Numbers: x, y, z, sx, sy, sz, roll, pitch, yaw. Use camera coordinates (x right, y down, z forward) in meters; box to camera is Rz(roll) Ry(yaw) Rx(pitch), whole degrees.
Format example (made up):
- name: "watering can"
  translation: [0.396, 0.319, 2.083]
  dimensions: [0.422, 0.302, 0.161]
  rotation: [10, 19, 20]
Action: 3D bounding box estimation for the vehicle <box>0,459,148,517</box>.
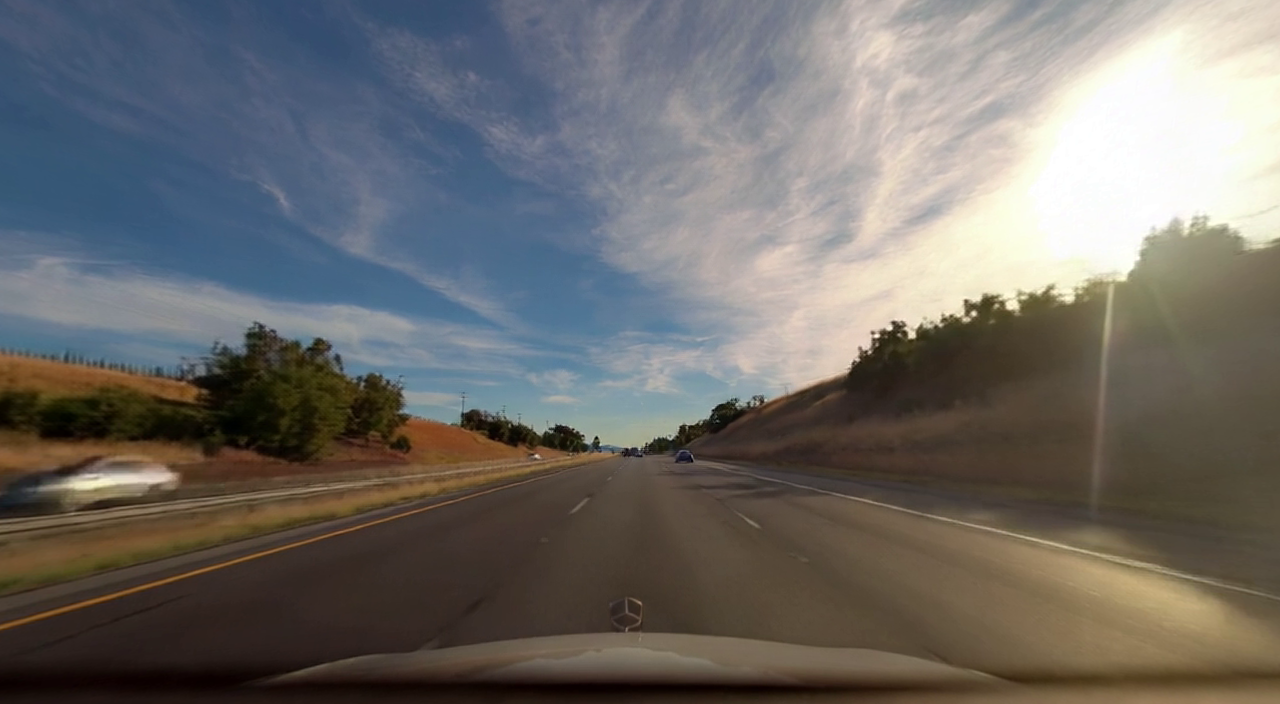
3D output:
- name: "vehicle"
  translation: [-16.285, 3.756, 17.868]
  dimensions: [1.734, 1.406, 3.636]
  rotation: [0, -9, 0]
